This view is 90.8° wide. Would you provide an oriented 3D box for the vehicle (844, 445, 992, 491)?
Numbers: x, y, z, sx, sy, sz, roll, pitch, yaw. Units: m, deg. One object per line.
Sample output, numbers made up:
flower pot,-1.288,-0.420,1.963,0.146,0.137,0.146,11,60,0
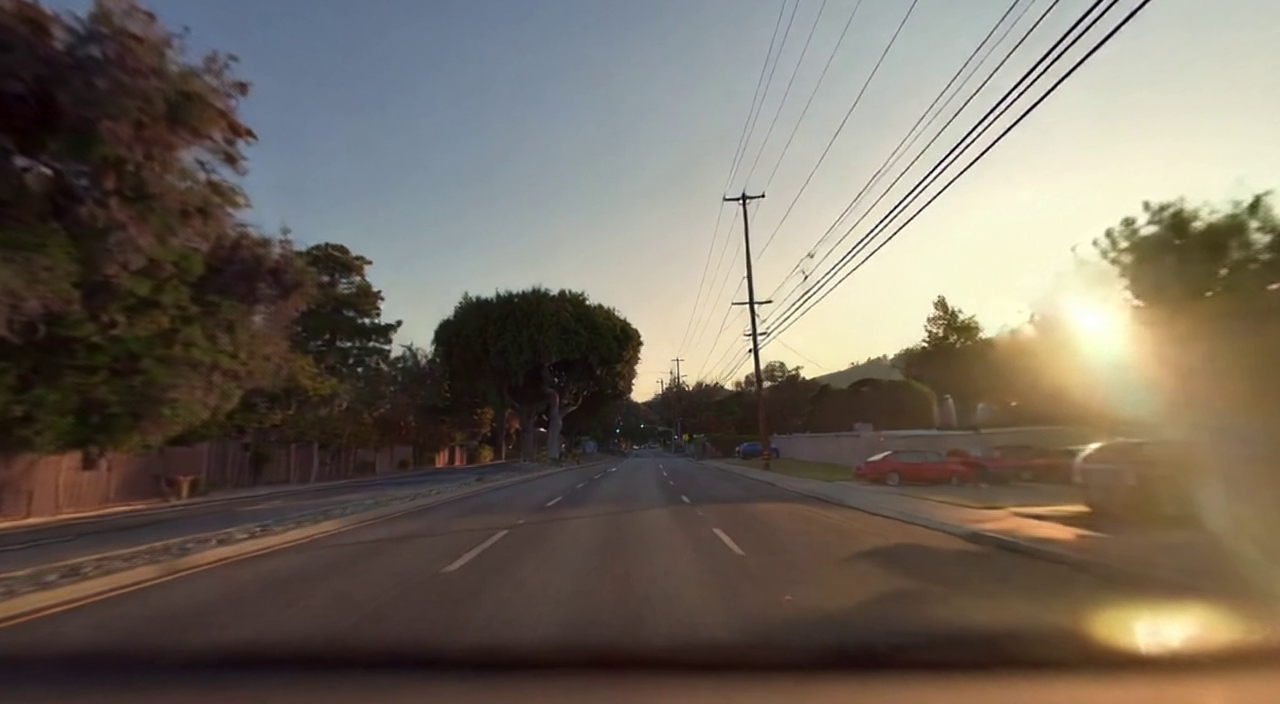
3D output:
vehicle,9.303,3.883,21.354,4.159,1.408,1.822,2,-8,-5
